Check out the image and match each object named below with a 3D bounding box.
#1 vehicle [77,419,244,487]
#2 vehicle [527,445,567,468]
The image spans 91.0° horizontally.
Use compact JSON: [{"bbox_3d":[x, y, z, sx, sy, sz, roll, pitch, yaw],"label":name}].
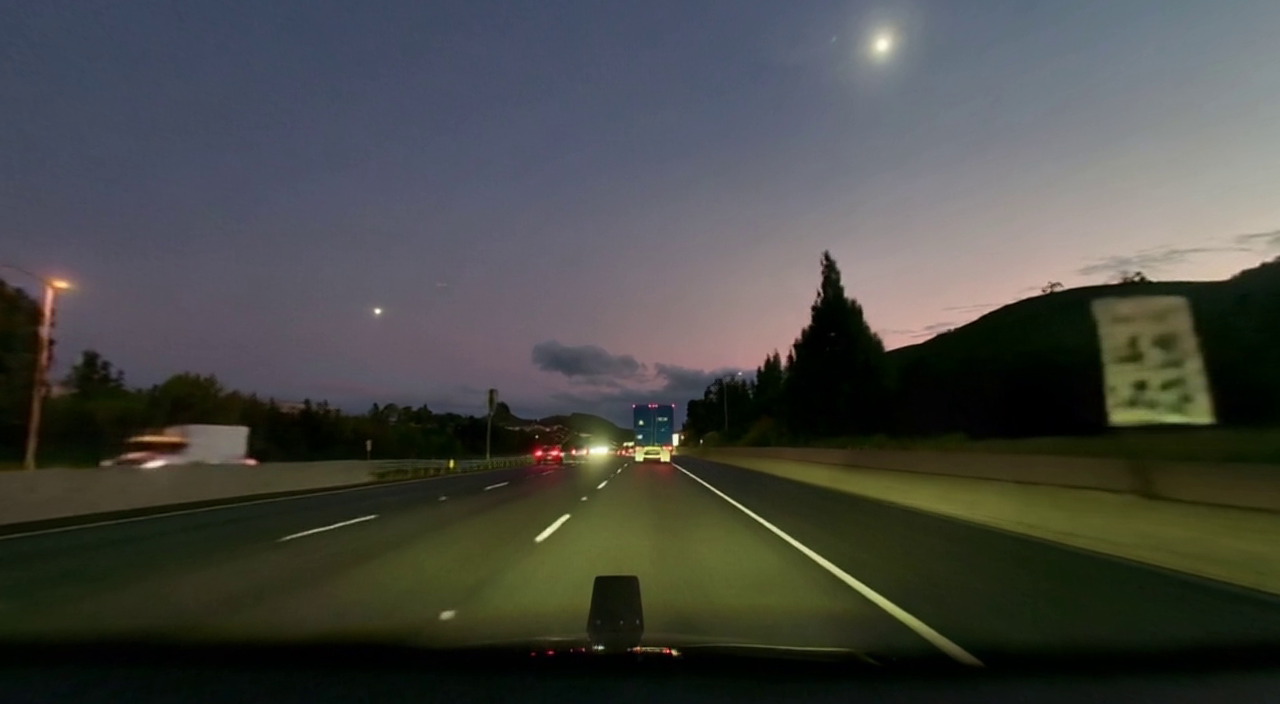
[{"bbox_3d":[-20.153,4.264,26.981,2.292,2.558,5.893,0,-8,1],"label":"vehicle"},{"bbox_3d":[-6.470,7.321,44.426,2.017,1.517,4.766,0,-8,1],"label":"vehicle"}]
